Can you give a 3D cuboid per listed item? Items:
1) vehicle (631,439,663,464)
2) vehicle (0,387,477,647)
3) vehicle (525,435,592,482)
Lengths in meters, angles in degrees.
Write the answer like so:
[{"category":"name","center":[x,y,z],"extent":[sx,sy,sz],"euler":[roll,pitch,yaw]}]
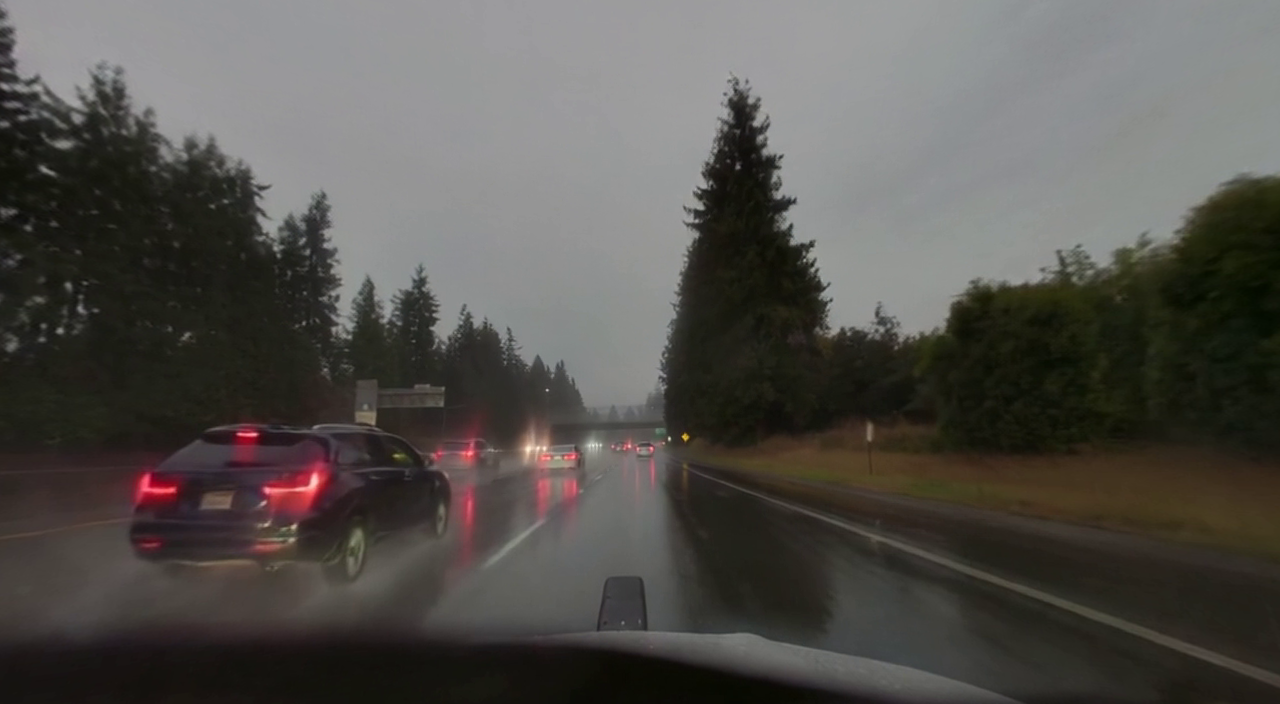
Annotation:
[{"category":"vehicle","center":[0.478,7.472,47.368],"extent":[2.285,1.797,4.478],"euler":[0,-8,0]},{"category":"vehicle","center":[-3.488,1.444,6.696],"extent":[2.040,1.672,5.122],"euler":[0,-8,1]},{"category":"vehicle","center":[-3.146,4.201,25.069],"extent":[2.056,1.679,4.204],"euler":[0,-8,1]}]
